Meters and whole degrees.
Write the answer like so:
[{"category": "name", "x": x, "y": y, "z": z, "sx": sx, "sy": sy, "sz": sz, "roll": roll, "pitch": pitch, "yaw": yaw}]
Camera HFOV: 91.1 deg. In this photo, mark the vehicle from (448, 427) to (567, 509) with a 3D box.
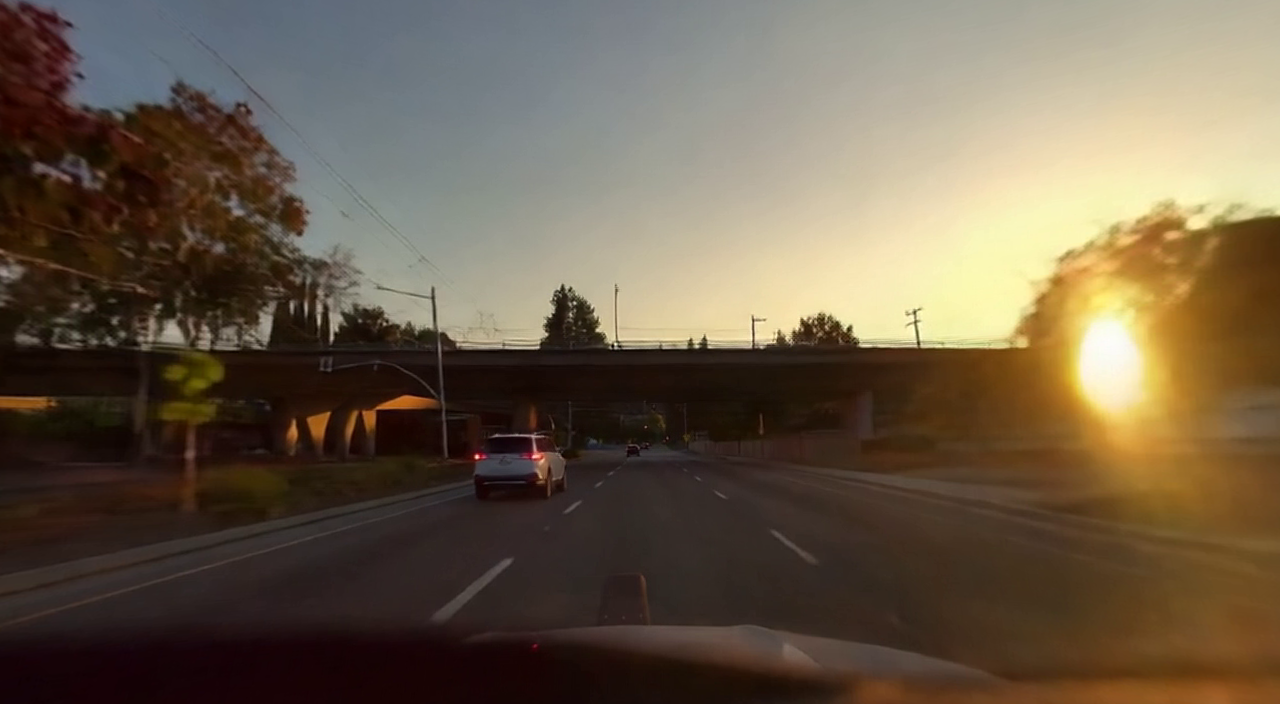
[{"category": "vehicle", "x": -3.045, "y": 2.772, "z": 15.461, "sx": 1.882, "sy": 1.704, "sz": 4.335, "roll": 0, "pitch": -9, "yaw": 1}]
